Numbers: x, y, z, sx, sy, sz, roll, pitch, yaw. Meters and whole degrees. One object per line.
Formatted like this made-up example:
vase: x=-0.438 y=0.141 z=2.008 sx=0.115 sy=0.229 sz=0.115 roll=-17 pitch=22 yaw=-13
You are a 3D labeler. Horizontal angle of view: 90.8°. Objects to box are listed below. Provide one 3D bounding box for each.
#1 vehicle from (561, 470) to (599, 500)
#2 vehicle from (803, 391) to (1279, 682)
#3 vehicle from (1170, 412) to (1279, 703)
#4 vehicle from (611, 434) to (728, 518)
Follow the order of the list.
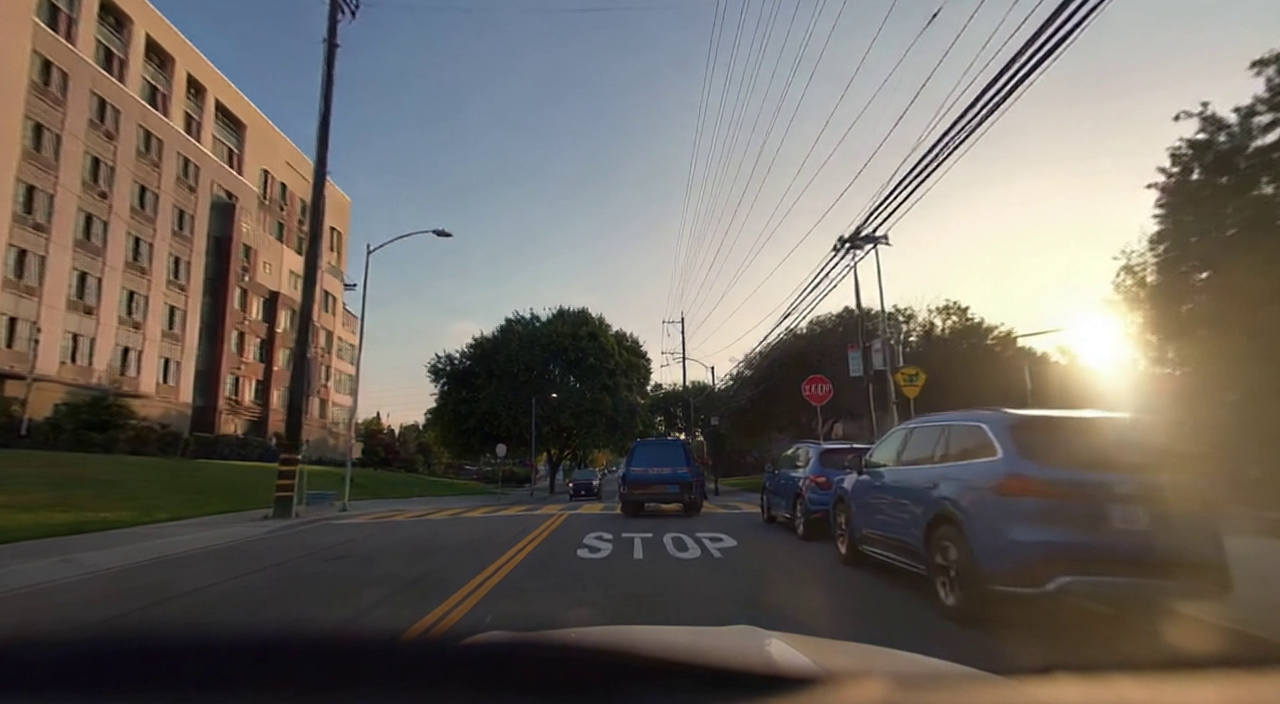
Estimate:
vehicle: x=-3.604 y=8.086 z=38.566 sx=1.911 sy=1.563 sz=4.057 roll=0 pitch=-8 yaw=0
vehicle: x=3.266 y=1.429 z=6.099 sx=2.039 sy=1.731 sz=4.428 roll=0 pitch=-8 yaw=-2
vehicle: x=3.400 y=0.739 z=0.813 sx=1.828 sy=1.476 sz=3.984 roll=0 pitch=-8 yaw=-3
vehicle: x=0.949 y=3.059 z=16.266 sx=2.214 sy=1.789 sz=4.872 roll=-2 pitch=-9 yaw=12
